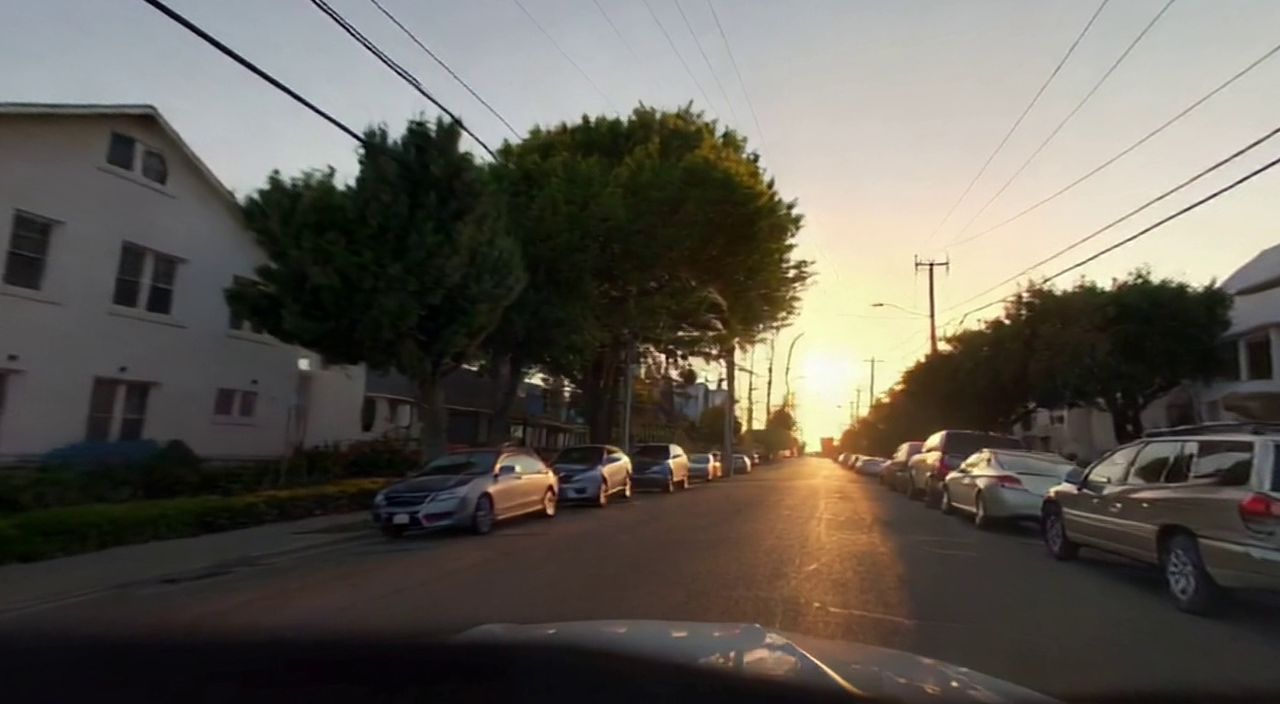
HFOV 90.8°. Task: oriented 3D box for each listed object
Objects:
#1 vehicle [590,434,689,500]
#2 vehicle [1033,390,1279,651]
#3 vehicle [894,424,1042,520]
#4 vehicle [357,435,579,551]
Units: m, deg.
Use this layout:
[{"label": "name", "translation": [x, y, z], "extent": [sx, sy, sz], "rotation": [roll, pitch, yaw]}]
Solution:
[{"label": "vehicle", "translation": [0.135, 3.742, 21.129], "extent": [2.034, 1.923, 4.713], "rotation": [-3, -9, 17]}, {"label": "vehicle", "translation": [5.893, 1.568, 6.118], "extent": [2.055, 1.763, 5.134], "rotation": [3, -9, 14]}, {"label": "vehicle", "translation": [8.354, 3.044, 16.751], "extent": [2.237, 2.071, 5.332], "rotation": [-2, -9, 14]}, {"label": "vehicle", "translation": [-2.825, 2.407, 11.664], "extent": [1.909, 1.675, 4.442], "rotation": [-2, -9, 15]}]
